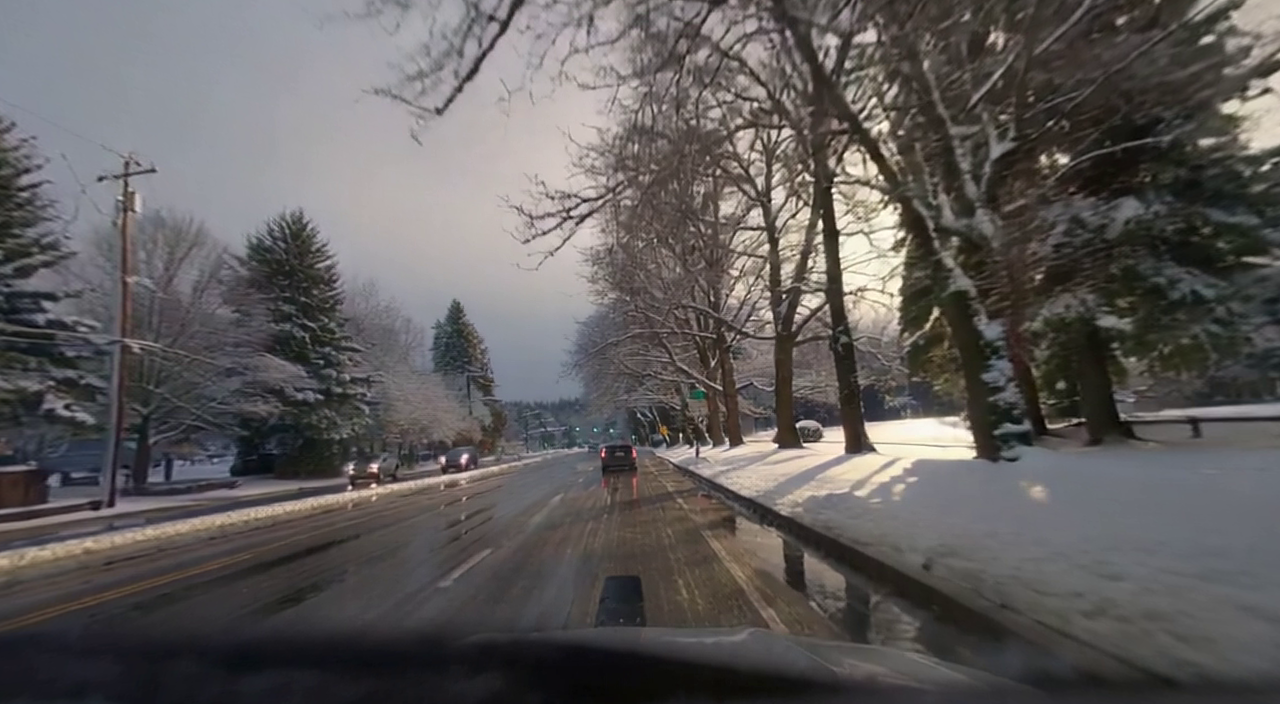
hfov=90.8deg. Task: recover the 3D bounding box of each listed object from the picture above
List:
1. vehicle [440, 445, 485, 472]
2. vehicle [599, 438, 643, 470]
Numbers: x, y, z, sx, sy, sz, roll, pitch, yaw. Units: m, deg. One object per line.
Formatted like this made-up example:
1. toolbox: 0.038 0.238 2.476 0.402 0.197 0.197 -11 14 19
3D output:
1. vehicle: -12.617 7.555 45.135 1.954 1.680 4.530 -3 -8 -2
2. vehicle: -0.958 5.161 32.273 2.111 1.466 4.223 -1 -8 -1
